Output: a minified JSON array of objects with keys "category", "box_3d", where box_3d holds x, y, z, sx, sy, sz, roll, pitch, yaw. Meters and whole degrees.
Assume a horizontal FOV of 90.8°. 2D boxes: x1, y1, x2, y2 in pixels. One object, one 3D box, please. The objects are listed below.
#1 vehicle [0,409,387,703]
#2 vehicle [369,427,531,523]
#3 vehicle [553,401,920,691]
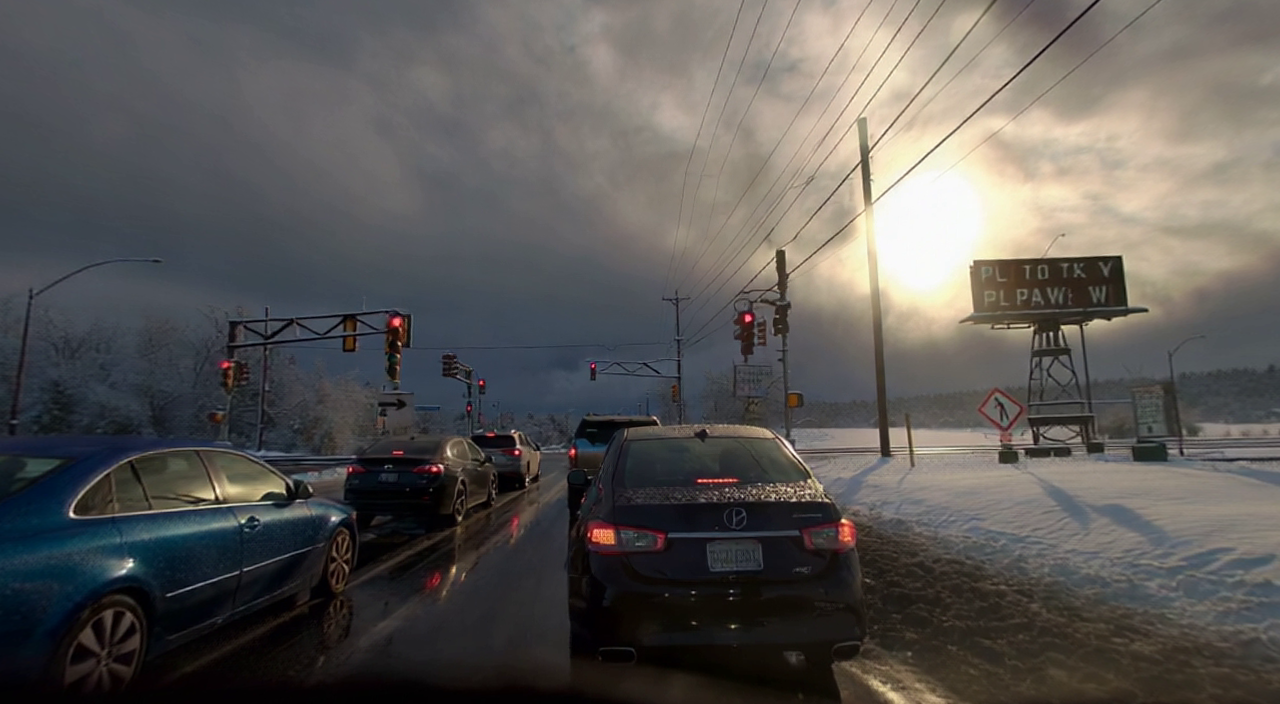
[{"category":"vehicle","box_3d":[-3.709,1.248,4.446,1.956,1.468,4.585,0,-9,0]},{"category":"vehicle","box_3d":[-3.365,2.263,12.082,1.984,1.505,3.982,0,-9,-2]},{"category":"vehicle","box_3d":[0.409,1.335,5.462,1.998,1.529,3.960,1,-9,-4]}]
